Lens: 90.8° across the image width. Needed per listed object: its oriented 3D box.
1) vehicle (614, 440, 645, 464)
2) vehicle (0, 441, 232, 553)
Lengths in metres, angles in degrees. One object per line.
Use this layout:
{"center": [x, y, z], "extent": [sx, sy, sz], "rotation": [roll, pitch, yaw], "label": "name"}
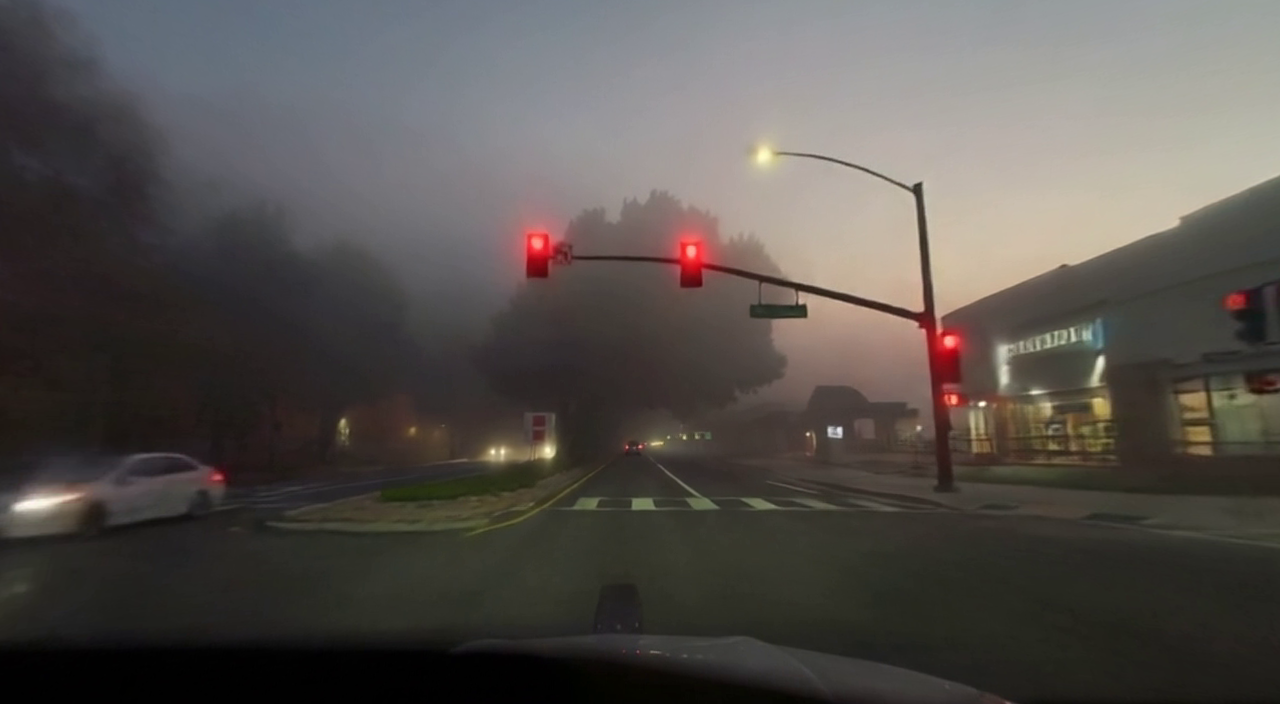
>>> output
{"center": [-0.737, 6.737, 42.559], "extent": [2.045, 1.510, 3.690], "rotation": [0, -8, -2], "label": "vehicle"}
{"center": [-8.998, 2.210, 10.402], "extent": [1.777, 1.438, 4.190], "rotation": [0, -8, 0], "label": "vehicle"}
